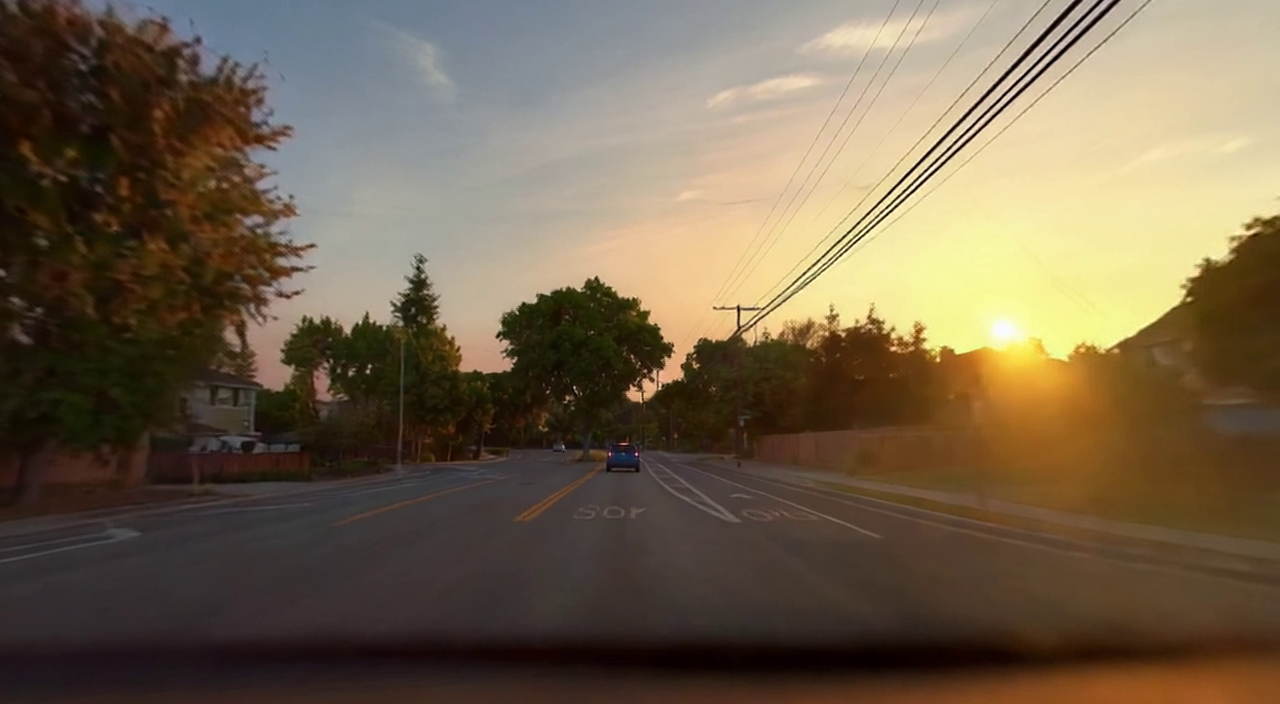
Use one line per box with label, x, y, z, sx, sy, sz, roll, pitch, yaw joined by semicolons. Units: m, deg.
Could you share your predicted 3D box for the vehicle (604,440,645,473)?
vehicle;-0.865;5.738;34.986;2.139;1.699;3.916;0;-8;-1
